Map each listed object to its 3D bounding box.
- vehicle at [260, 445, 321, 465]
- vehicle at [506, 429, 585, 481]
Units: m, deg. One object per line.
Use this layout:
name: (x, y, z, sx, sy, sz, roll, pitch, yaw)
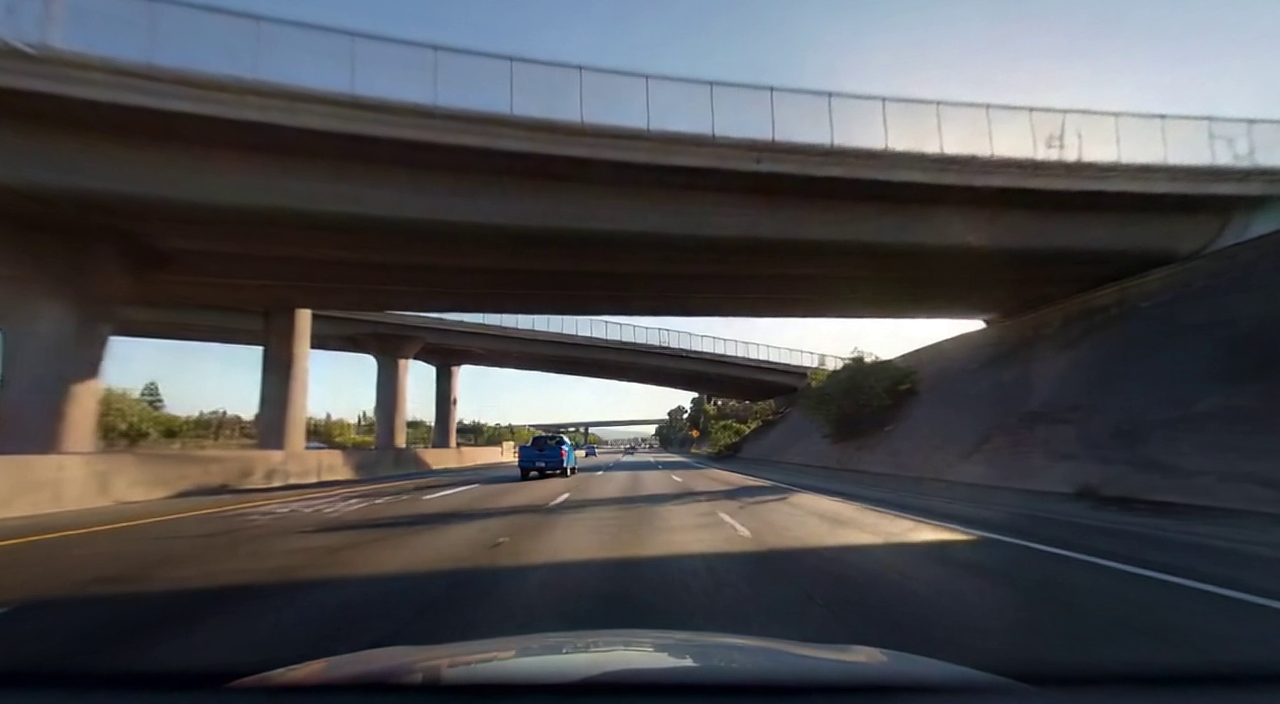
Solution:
vehicle: (-25.851, 7.607, 46.907, 1.892, 1.436, 4.559, 0, -8, 0)
vehicle: (-3.983, 4.487, 27.850, 2.529, 2.003, 5.904, 0, -8, 0)
